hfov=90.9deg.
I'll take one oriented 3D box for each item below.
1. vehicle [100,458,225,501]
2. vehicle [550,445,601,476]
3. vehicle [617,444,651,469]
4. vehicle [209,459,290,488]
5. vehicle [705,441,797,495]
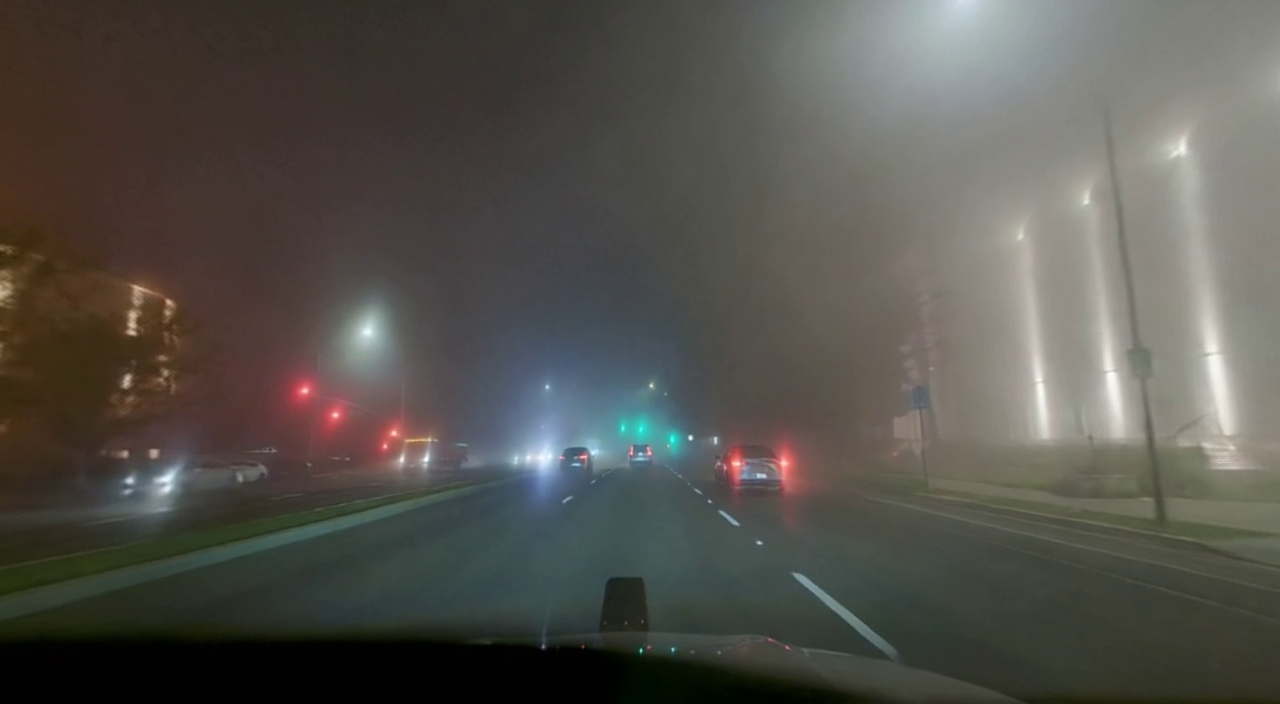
[{"bbox_3d":[-19.165,5.117,25.558,1.924,1.493,4.006,0,-8,0],"label":"vehicle"},{"bbox_3d":[-3.204,5.462,32.010,2.082,1.467,4.379,0,-8,0],"label":"vehicle"},{"bbox_3d":[-0.392,6.656,40.293,2.101,1.480,3.929,0,-8,-1],"label":"vehicle"},{"bbox_3d":[-22.583,7.027,36.703,1.871,1.471,4.482,0,-8,0],"label":"vehicle"},{"bbox_3d":[3.385,3.625,20.131,1.990,1.486,4.431,0,-8,-2],"label":"vehicle"}]
